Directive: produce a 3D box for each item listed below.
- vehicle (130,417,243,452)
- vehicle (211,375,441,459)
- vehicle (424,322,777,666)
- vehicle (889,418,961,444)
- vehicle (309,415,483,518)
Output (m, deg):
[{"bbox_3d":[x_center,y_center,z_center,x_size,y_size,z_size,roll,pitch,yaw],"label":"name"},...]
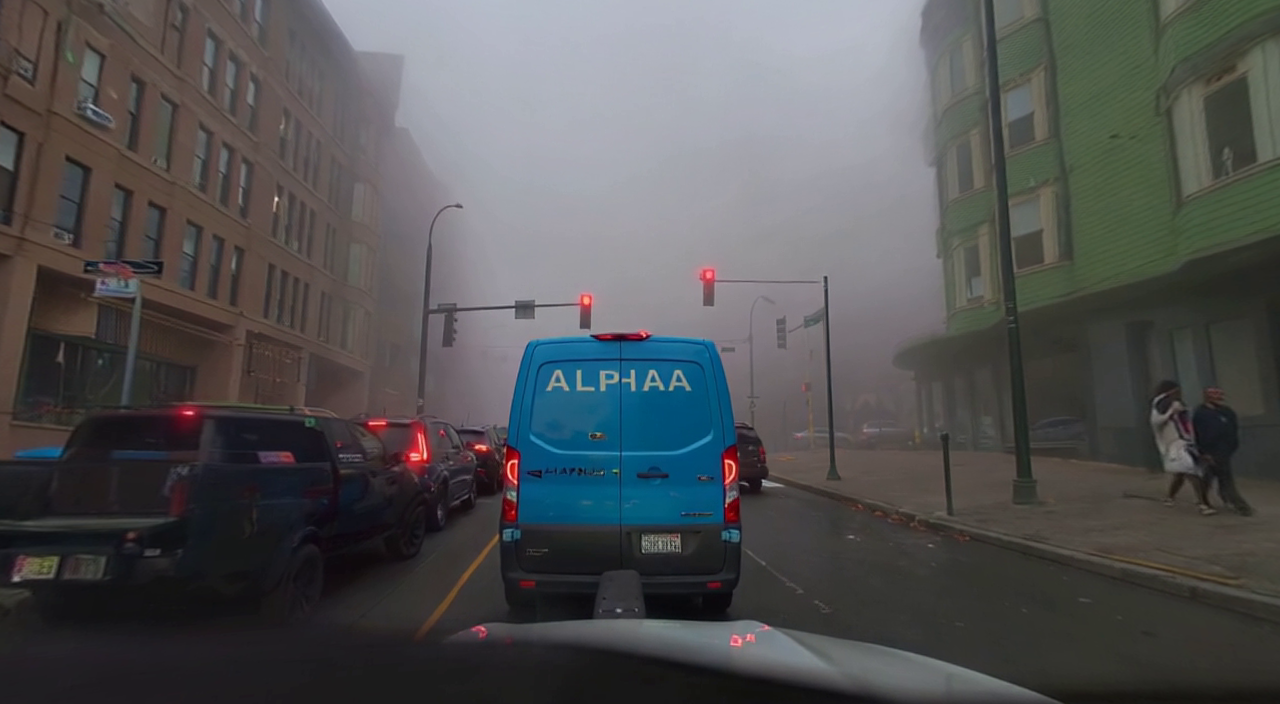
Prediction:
[{"bbox_3d":[-20.711,3.787,28.909,3.713,1.571,1.751,1,-8,-6],"label":"vehicle"},{"bbox_3d":[-12.789,2.792,26.531,8.088,3.213,2.801,2,-8,-13],"label":"vehicle"},{"bbox_3d":[-0.318,1.061,5.727,1.951,1.907,4.266,0,-8,-3],"label":"vehicle"},{"bbox_3d":[16.114,4.484,35.649,3.381,1.391,1.529,1,-8,-10],"label":"vehicle"},{"bbox_3d":[-3.954,1.883,10.860,1.841,1.461,3.426,1,-8,-5],"label":"vehicle"}]
